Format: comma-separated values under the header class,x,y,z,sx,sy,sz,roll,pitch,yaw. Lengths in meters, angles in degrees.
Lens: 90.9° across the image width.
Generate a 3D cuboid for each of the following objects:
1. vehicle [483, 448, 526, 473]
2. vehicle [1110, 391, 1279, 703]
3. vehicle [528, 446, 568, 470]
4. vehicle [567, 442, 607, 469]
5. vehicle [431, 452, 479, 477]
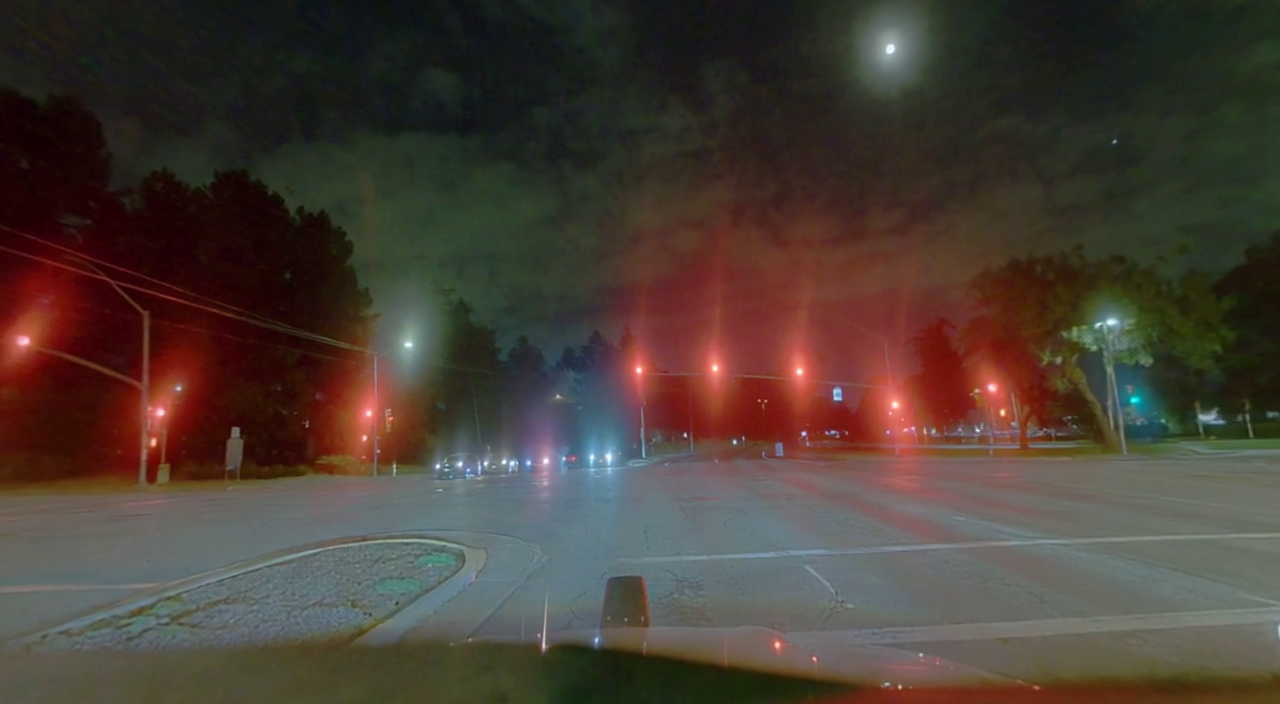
class,x,y,z,sx,sy,sz,roll,pitch,yaw
vehicle,-9.811,7.845,45.949,2.064,1.725,4.243,0,-9,1
vehicle,3.024,0.621,0.425,1.978,1.468,4.544,0,-9,2
vehicle,-6.581,7.616,45.498,2.126,1.657,4.307,-1,-9,2
vehicle,-3.612,7.176,43.950,2.215,1.732,4.684,-1,-9,2
vehicle,-13.436,8.163,45.982,2.101,1.637,4.304,0,-9,1
